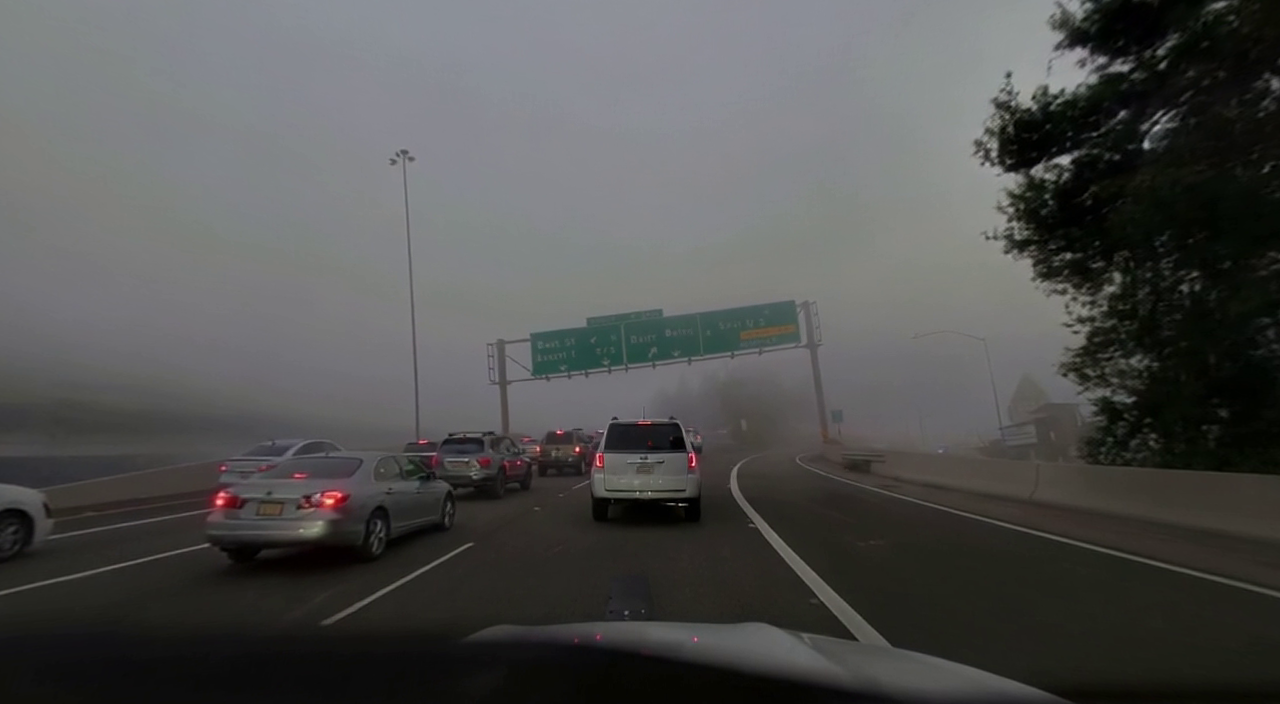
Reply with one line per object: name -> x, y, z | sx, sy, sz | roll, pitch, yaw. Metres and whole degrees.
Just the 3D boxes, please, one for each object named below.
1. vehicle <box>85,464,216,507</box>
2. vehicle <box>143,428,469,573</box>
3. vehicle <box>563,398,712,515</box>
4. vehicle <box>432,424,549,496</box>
vehicle -> -20.497, 5.575, 26.722 | 1.795, 1.506, 4.762 | 0, -9, -1
vehicle -> -4.075, 1.867, 8.744 | 2.087, 1.481, 4.225 | 0, -9, 2
vehicle -> 0.033, 2.284, 14.173 | 2.616, 2.063, 5.933 | 0, -9, 1
vehicle -> -3.971, 2.973, 17.658 | 1.953, 1.729, 4.377 | 0, -9, 3
